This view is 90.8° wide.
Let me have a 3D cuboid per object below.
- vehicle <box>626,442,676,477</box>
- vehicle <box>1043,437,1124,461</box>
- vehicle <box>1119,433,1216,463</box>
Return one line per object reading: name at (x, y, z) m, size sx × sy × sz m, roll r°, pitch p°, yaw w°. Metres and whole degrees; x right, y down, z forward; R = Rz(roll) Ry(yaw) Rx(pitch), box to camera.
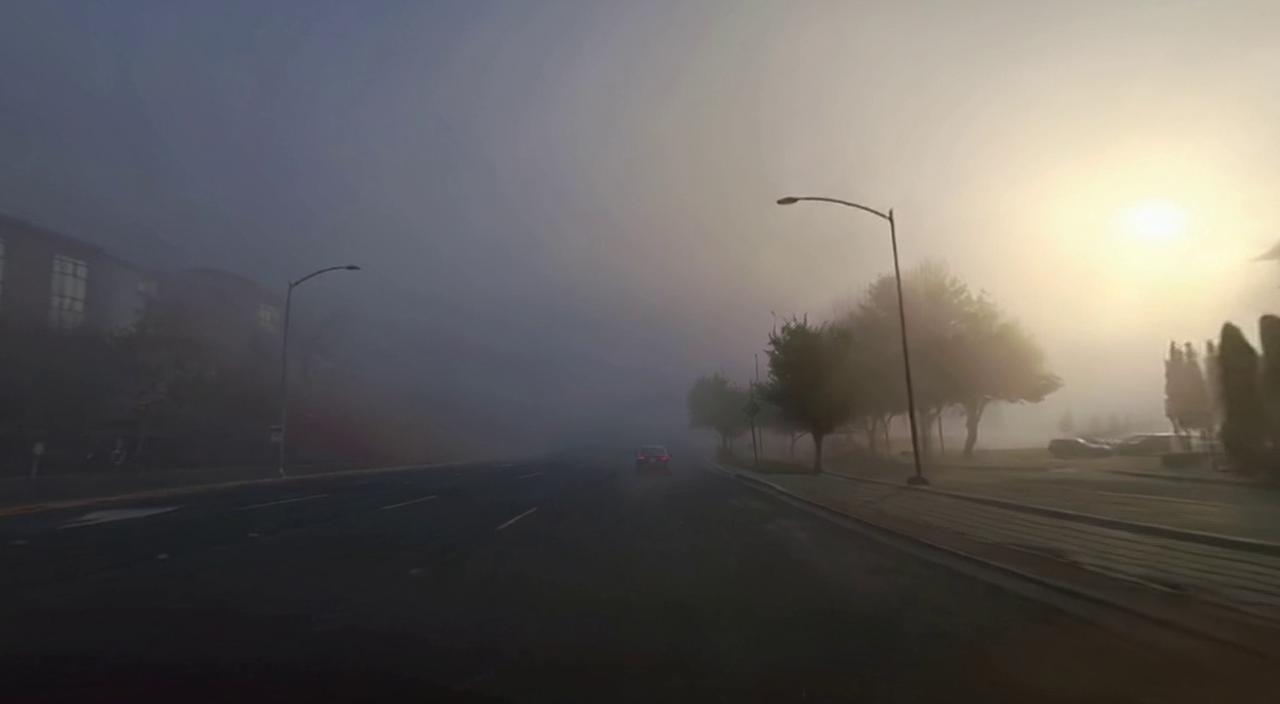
vehicle at (0.552, 4.929, 29.152) m, size 2.133 × 1.481 × 4.276 m, roll -1°, pitch -9°, yaw 2°
vehicle at (28.862, 6.339, 41.337) m, size 1.839 × 1.470 × 4.548 m, roll 0°, pitch -9°, yaw -3°
vehicle at (33.978, 6.191, 40.931) m, size 1.984 × 1.750 × 4.798 m, roll 0°, pitch -8°, yaw -2°
